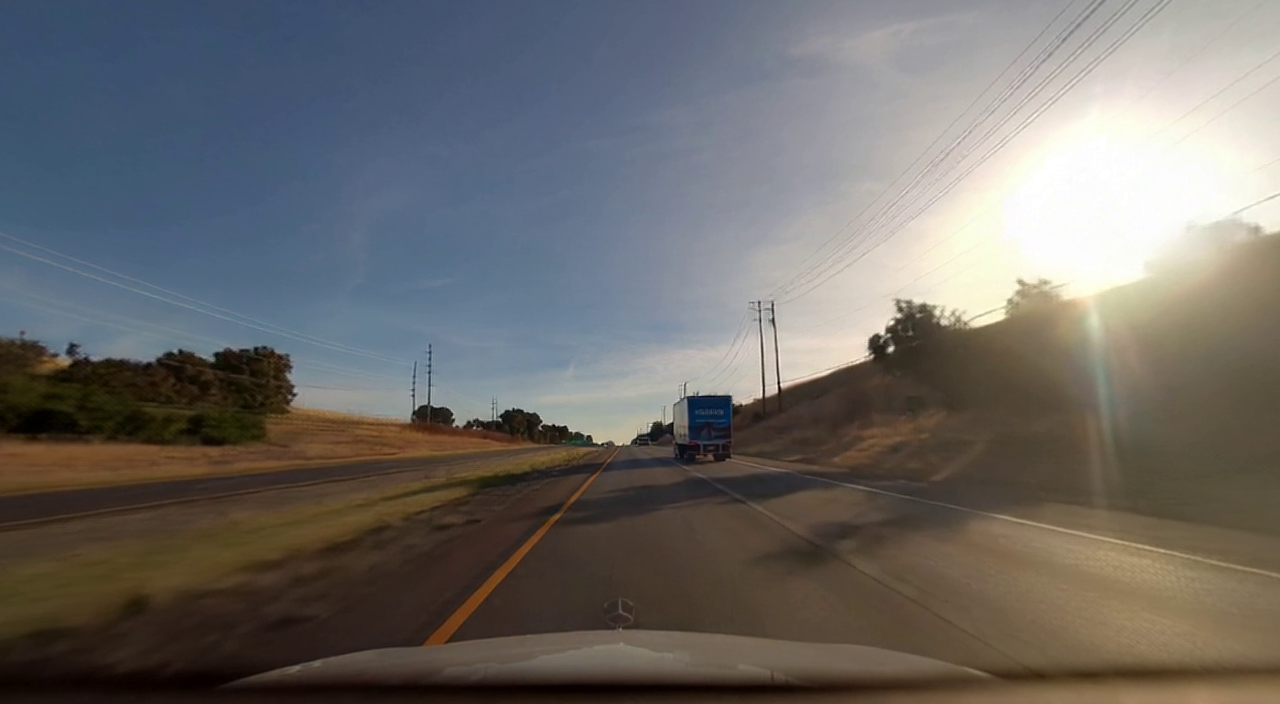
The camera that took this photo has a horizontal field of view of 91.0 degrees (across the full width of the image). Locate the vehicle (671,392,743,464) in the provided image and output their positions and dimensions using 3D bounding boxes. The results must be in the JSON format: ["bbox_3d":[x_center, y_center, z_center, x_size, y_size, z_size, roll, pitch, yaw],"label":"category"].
[{"bbox_3d":[3.671,4.559,37.077,3.037,3.672,9.136,0,-8,-1],"label":"vehicle"}]
